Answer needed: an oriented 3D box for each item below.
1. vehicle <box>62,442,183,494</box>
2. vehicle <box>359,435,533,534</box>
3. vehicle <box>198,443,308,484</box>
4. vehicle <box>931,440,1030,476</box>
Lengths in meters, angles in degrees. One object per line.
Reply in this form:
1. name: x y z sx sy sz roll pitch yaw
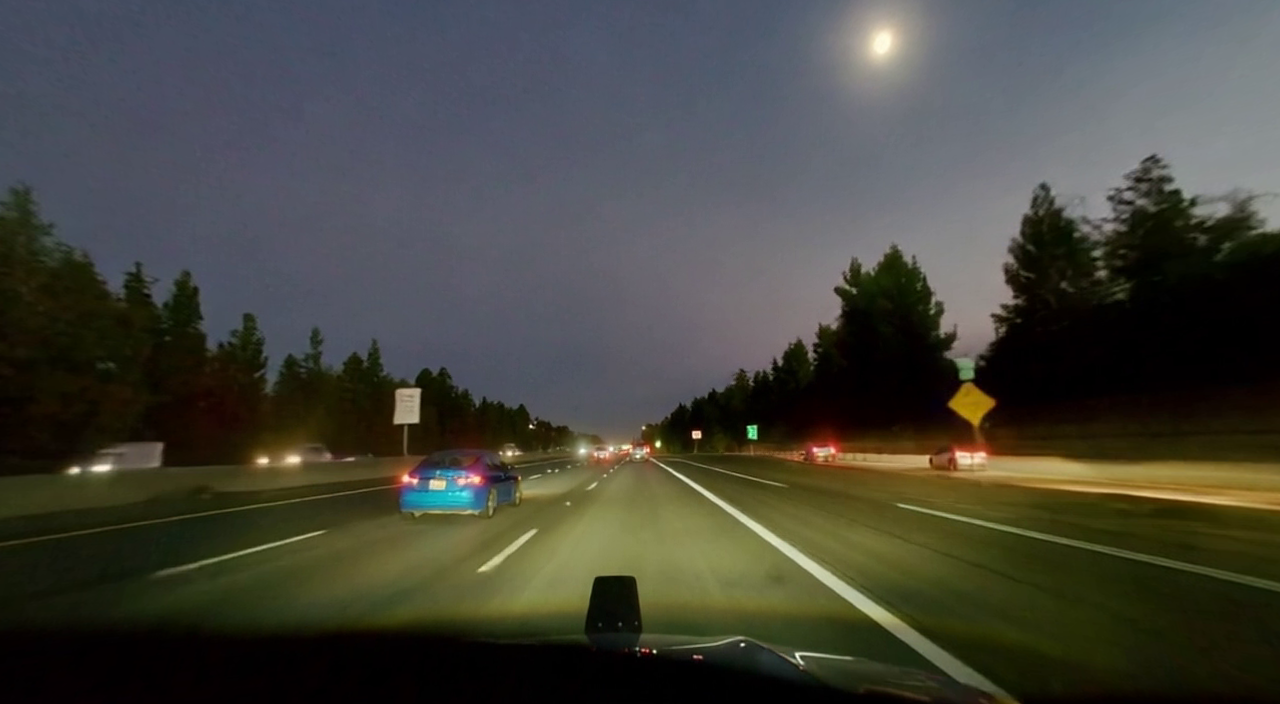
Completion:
1. vehicle: -36.890 8.244 45.468 2.849 3.374 7.257 1 -9 -5
2. vehicle: -3.435 2.431 12.171 2.020 1.554 4.137 0 -9 0
3. vehicle: -17.353 5.005 28.672 2.043 1.651 4.727 0 -9 -1
4. vehicle: 15.574 4.875 29.253 1.873 1.463 4.937 0 -9 1
